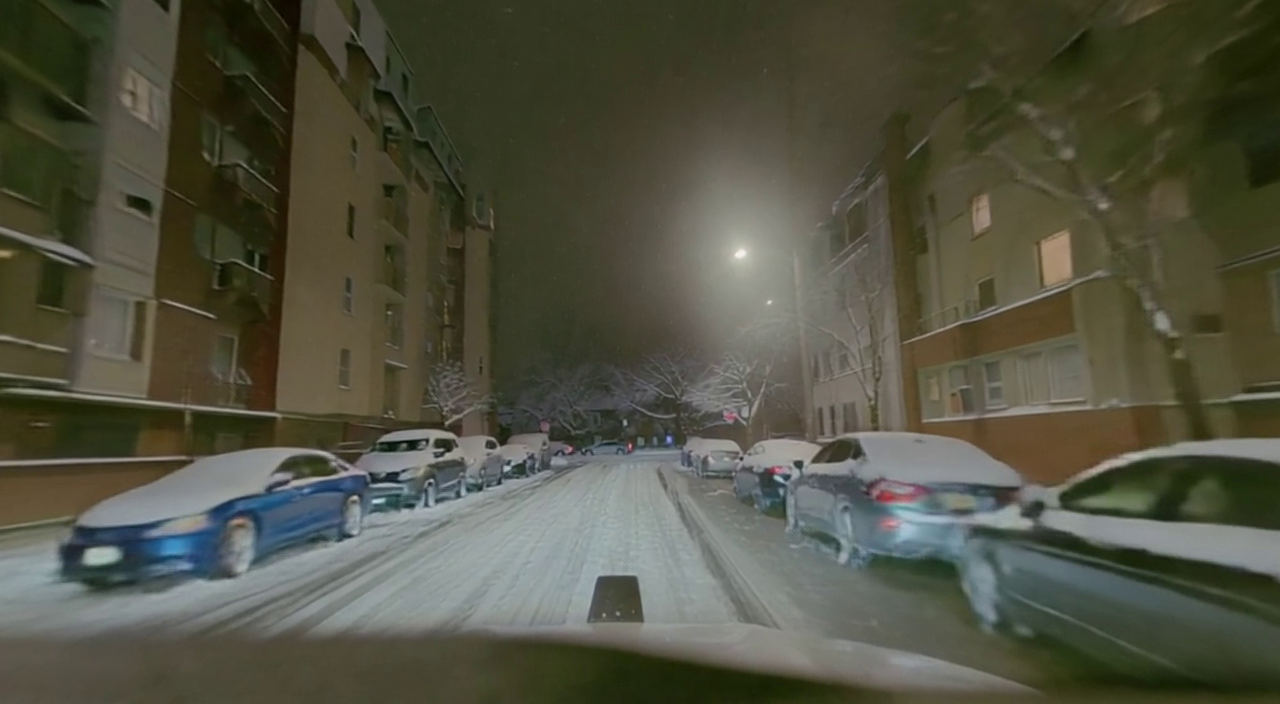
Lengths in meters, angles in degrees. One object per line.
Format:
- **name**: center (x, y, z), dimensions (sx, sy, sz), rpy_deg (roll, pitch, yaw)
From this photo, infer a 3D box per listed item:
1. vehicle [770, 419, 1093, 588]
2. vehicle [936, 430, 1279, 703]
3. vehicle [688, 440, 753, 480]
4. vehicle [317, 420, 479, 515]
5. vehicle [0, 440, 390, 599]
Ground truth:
- **vehicle**: center (3.202, 1.731, 8.135), dimensions (2.099, 1.585, 4.208), rpy_deg (0, -8, -1)
- **vehicle**: center (3.364, 1.111, 3.063), dimensions (1.835, 1.420, 4.186), rpy_deg (0, -8, 0)
- **vehicle**: center (3.201, 4.370, 25.966), dimensions (1.919, 1.490, 4.339), rpy_deg (1, -8, -2)
- **vehicle**: center (-5.584, 2.705, 15.394), dimensions (2.216, 1.953, 4.553), rpy_deg (0, -8, -2)
- **vehicle**: center (-5.403, 1.955, 8.580), dimensions (2.119, 1.500, 4.953), rpy_deg (0, -8, -2)
